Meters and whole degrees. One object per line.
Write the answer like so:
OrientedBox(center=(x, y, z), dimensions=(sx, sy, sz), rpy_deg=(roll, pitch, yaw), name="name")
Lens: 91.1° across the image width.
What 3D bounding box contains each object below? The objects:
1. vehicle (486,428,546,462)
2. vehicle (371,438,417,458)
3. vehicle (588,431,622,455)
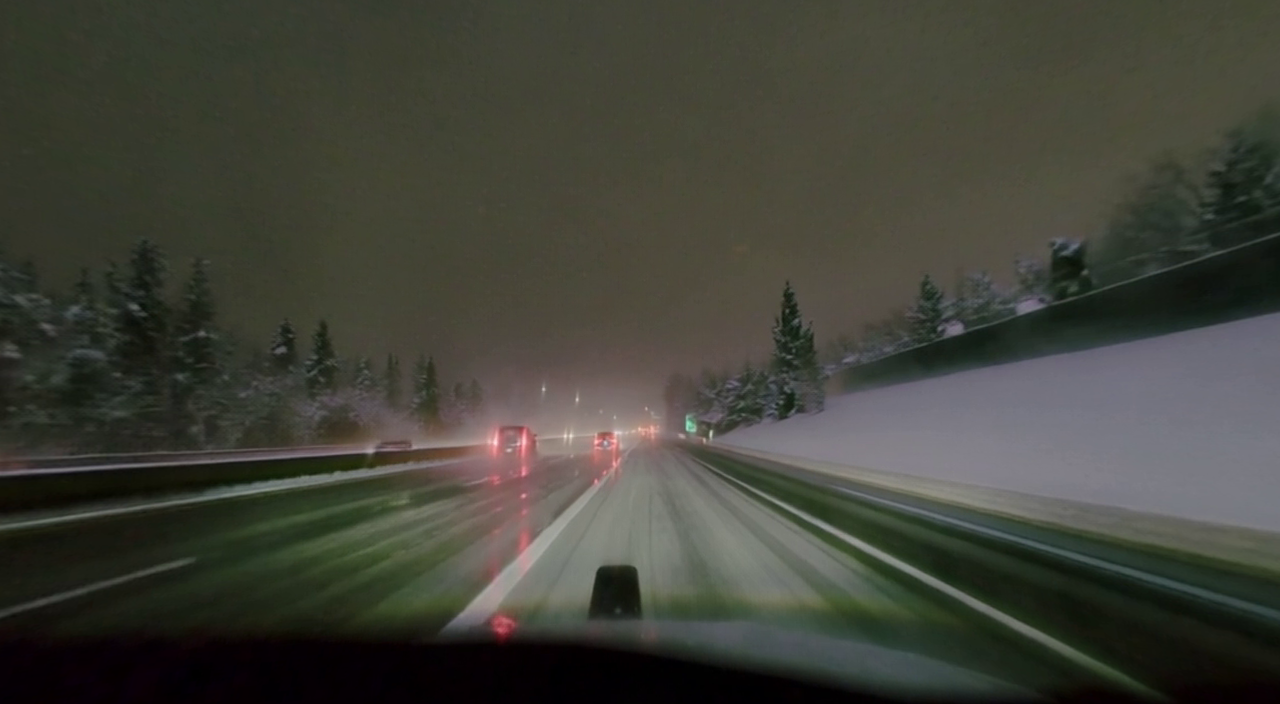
OrientedBox(center=(-6.288, 4.774, 32.379), dimensions=(2.113, 1.632, 4.409), rpy_deg=(0, -8, 1), name="vehicle")
OrientedBox(center=(-18.928, 7.397, 48.532), dimensions=(1.898, 1.466, 3.956), rpy_deg=(0, -7, 0), name="vehicle")
OrientedBox(center=(-2.352, 6.283, 43.616), dimensions=(2.064, 1.571, 4.225), rpy_deg=(0, -8, 1), name="vehicle")
